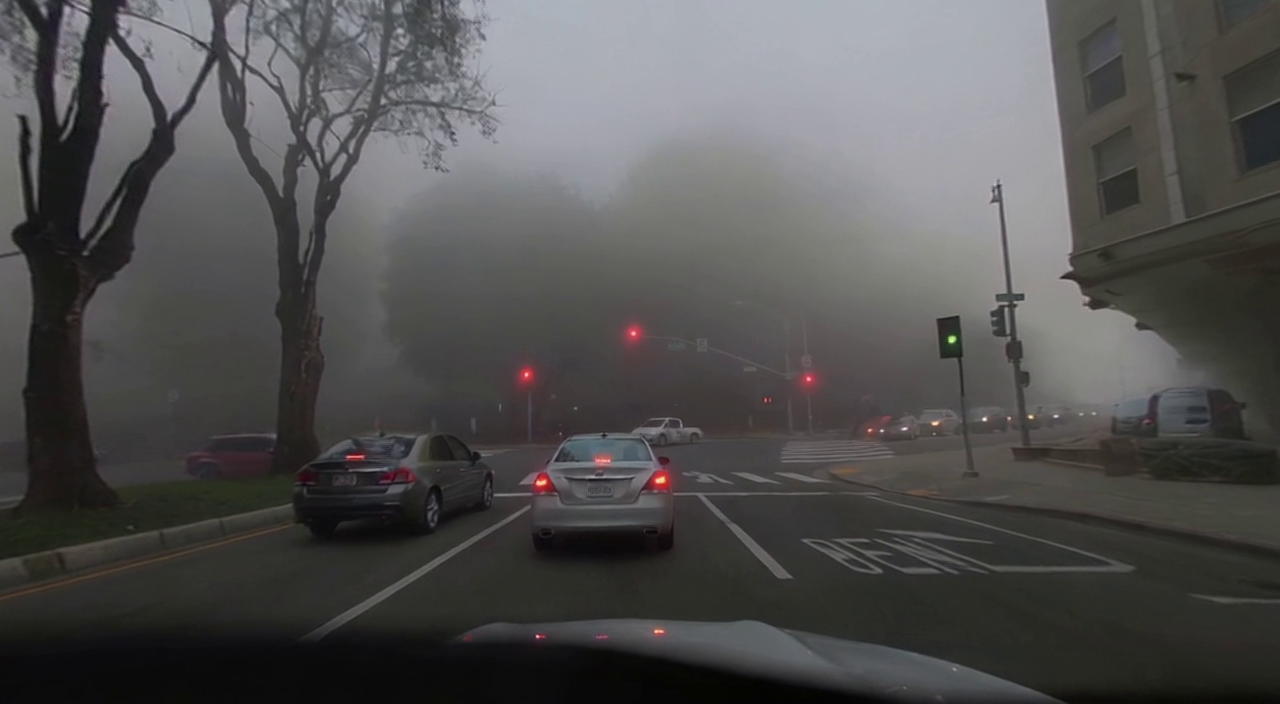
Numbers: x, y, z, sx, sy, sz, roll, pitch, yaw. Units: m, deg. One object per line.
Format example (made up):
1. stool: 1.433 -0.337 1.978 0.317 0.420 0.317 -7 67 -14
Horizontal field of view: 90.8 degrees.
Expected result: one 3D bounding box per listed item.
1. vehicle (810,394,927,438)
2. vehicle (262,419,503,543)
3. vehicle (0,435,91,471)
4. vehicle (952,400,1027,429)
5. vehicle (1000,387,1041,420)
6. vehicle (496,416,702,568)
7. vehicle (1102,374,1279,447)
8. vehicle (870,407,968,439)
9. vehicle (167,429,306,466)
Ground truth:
1. vehicle: 13.782 3.927 38.142 6.541 2.480 2.259 3 -9 -19
2. vehicle: -3.692 1.938 10.143 1.934 1.522 4.464 0 -8 1
3. vehicle: -32.427 5.385 33.678 4.280 1.857 2.136 0 -8 1
4. vehicle: 21.154 3.831 38.158 5.017 1.542 2.055 7 -11 -38
5. vehicle: 27.043 3.737 44.805 2.152 1.993 5.078 -6 -10 33
6. vehicle: -0.429 1.710 8.428 2.082 1.520 3.896 0 -8 0
7. vehicle: 21.676 2.336 24.632 5.756 2.653 2.403 1 -9 -11
8. vehicle: 15.140 3.880 34.274 4.775 1.604 1.915 3 -9 -20
9. vehicle: -16.593 3.949 26.123 4.453 1.471 1.921 -1 -8 3
